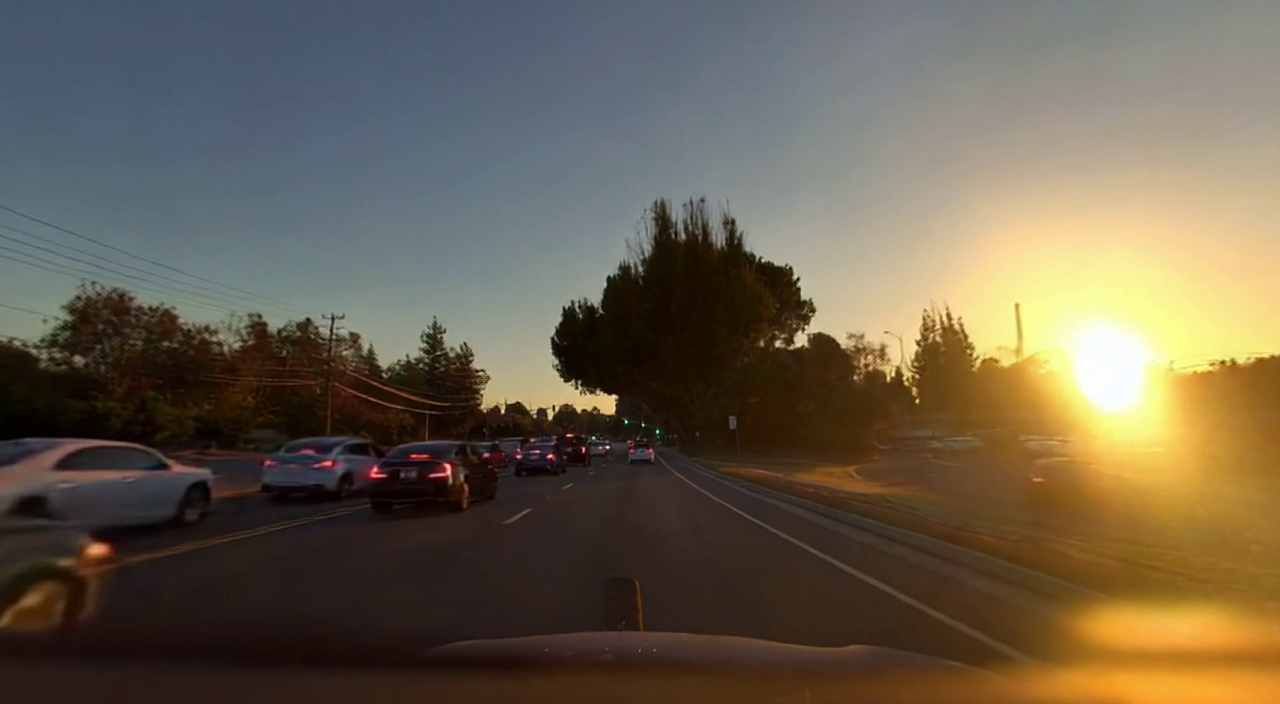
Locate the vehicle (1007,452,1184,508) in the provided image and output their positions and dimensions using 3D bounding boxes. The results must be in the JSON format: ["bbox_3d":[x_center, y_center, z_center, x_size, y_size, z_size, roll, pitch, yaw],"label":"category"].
[{"bbox_3d":[14.824,4.161,20.717,4.265,1.693,1.902,0,-8,0],"label":"vehicle"}]

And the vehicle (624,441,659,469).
[{"bbox_3d":[0.093,5.779,35.676,1.875,1.453,3.888,0,-8,0],"label":"vehicle"}]

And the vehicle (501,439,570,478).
[{"bbox_3d":[-4.143,4.309,25.786,1.975,1.447,4.356,-1,-8,2],"label":"vehicle"}]

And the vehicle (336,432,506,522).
[{"bbox_3d":[-4.198,2.450,12.951,1.871,1.502,4.240,-1,-8,1],"label":"vehicle"}]

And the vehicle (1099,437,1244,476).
[{"bbox_3d":[28.145,5.535,33.537,5.741,1.952,2.128,0,-8,-2],"label":"vehicle"}]

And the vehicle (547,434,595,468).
[{"bbox_3d":[-3.779,5.513,35.232,2.130,1.749,4.904,0,-8,0],"label":"vehicle"}]

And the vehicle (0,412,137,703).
[{"bbox_3d":[-4.308,0.867,1.859,1.904,1.496,4.481,-1,-8,1],"label":"vehicle"}]

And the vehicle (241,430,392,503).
[{"bbox_3d":[-7.771,2.759,15.601,1.766,1.553,3.696,0,-8,0],"label":"vehicle"}]
